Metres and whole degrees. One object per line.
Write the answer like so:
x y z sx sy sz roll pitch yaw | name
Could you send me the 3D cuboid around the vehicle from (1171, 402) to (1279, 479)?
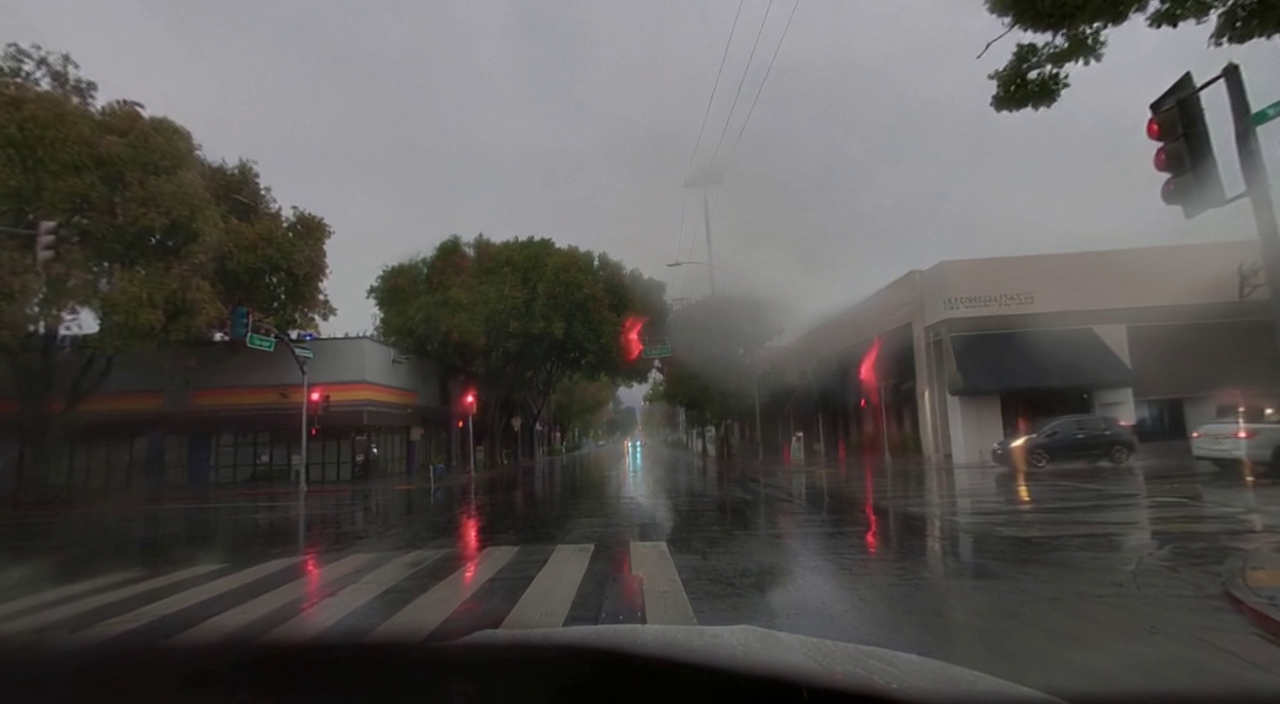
14.435 1.874 13.380 4.632 1.484 1.907 0 -8 -1 | vehicle
